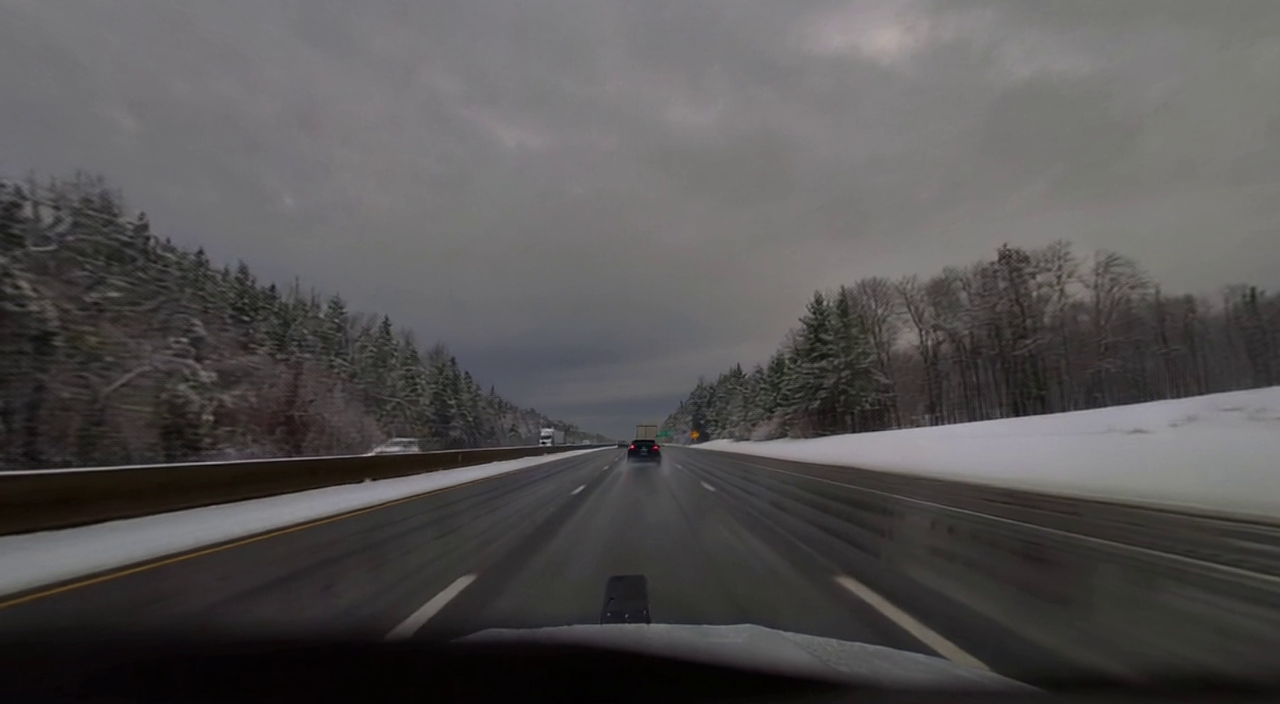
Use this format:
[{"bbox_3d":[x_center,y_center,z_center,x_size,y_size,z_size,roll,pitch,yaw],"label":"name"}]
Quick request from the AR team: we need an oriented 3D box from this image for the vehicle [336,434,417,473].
[{"bbox_3d":[-14.164,5.505,34.205,2.194,1.944,5.041,0,-8,0],"label":"vehicle"}]

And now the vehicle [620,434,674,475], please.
[{"bbox_3d":[0.363,4.424,27.321,2.139,1.607,4.034,0,-8,3],"label":"vehicle"}]
